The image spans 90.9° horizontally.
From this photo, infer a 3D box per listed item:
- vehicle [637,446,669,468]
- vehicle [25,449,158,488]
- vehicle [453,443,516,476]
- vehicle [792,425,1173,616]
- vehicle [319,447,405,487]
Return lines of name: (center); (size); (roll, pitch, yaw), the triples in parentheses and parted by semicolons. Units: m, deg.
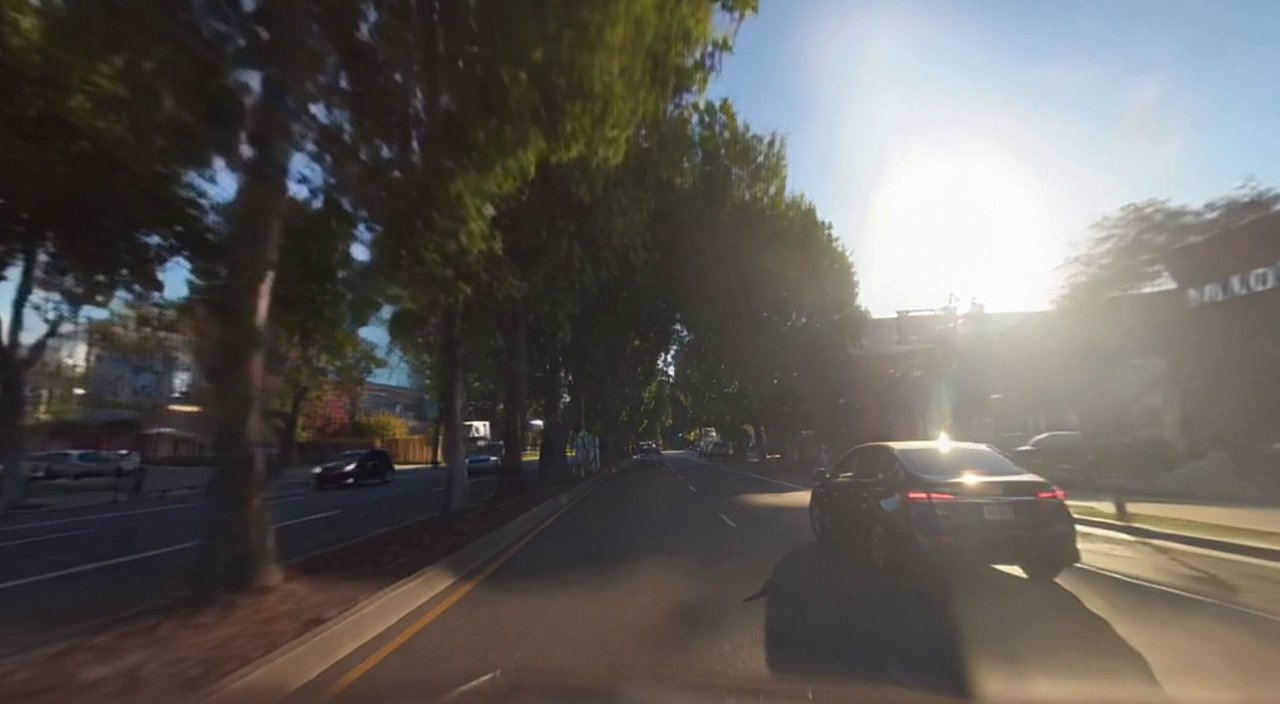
vehicle: (0.800, 6.610, 39.901); (1.945, 1.343, 3.827); (0, -8, 0)
vehicle: (-26.549, 5.636, 30.817); (1.913, 1.678, 5.017); (0, -8, 1)
vehicle: (-8.139, 5.652, 33.441); (2.013, 1.637, 4.479); (-1, -8, 2)
vehicle: (3.217, 1.639, 7.089); (1.989, 1.498, 4.050); (0, -8, 0)
vehicle: (-11.912, 4.947, 27.356); (1.869, 1.529, 4.355); (-1, -9, -2)
